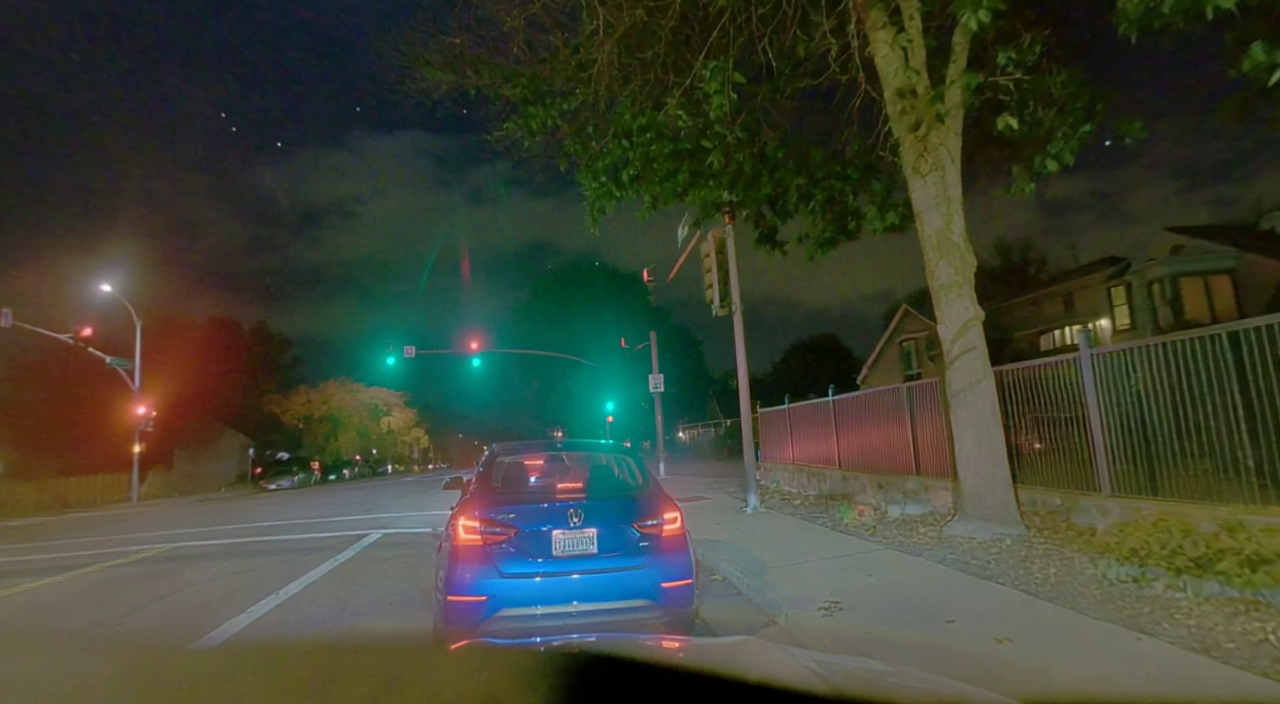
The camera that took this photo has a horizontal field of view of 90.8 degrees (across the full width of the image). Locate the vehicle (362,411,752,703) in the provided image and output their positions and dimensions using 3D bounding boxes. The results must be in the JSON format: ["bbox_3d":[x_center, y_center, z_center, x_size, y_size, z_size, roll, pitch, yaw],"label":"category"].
[{"bbox_3d":[-0.678,1.349,5.220,2.024,1.502,3.702,1,-9,-9],"label":"vehicle"}]
